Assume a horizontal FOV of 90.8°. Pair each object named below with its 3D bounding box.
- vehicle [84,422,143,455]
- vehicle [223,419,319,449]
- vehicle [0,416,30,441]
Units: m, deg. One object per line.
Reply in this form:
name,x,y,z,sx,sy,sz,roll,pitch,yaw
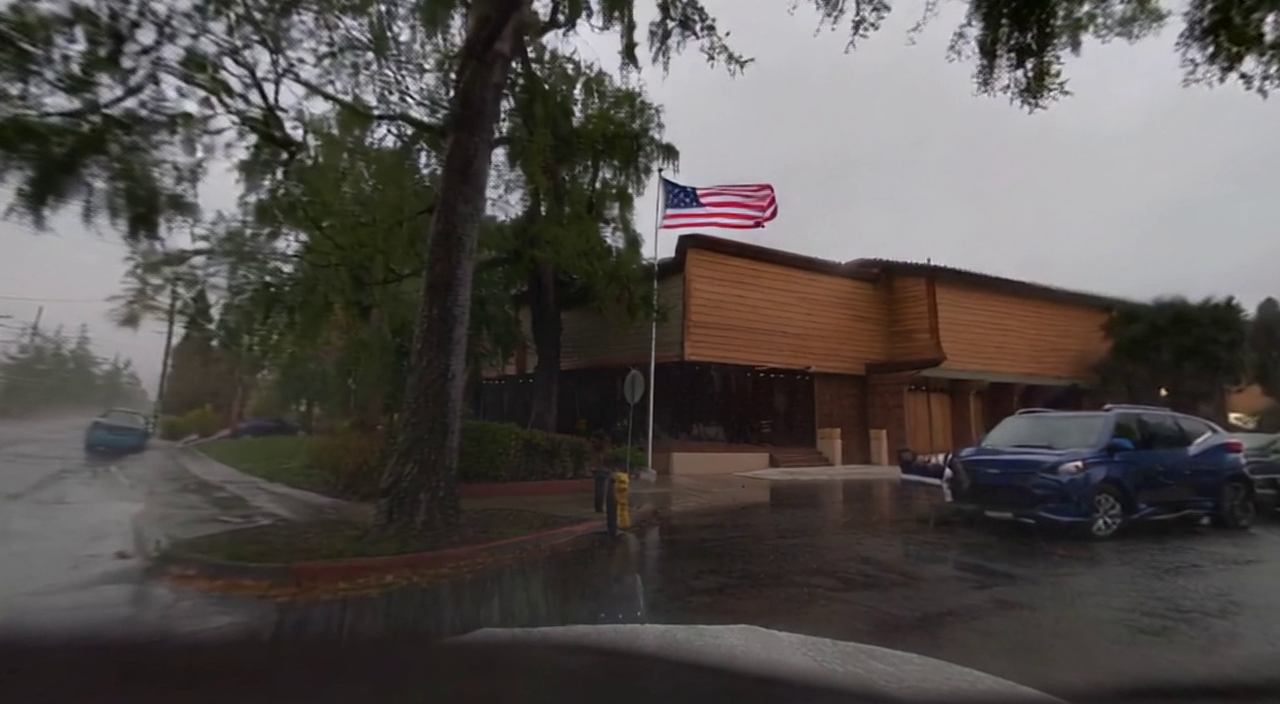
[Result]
vehicle,-25.213,4.164,30.343,1.941,1.460,4.206,7,-11,-38
vehicle,-22.864,5.147,39.236,4.767,1.735,1.920,7,-11,-39
vehicle,-46.607,5.617,46.264,2.110,1.703,4.568,6,-11,-36
